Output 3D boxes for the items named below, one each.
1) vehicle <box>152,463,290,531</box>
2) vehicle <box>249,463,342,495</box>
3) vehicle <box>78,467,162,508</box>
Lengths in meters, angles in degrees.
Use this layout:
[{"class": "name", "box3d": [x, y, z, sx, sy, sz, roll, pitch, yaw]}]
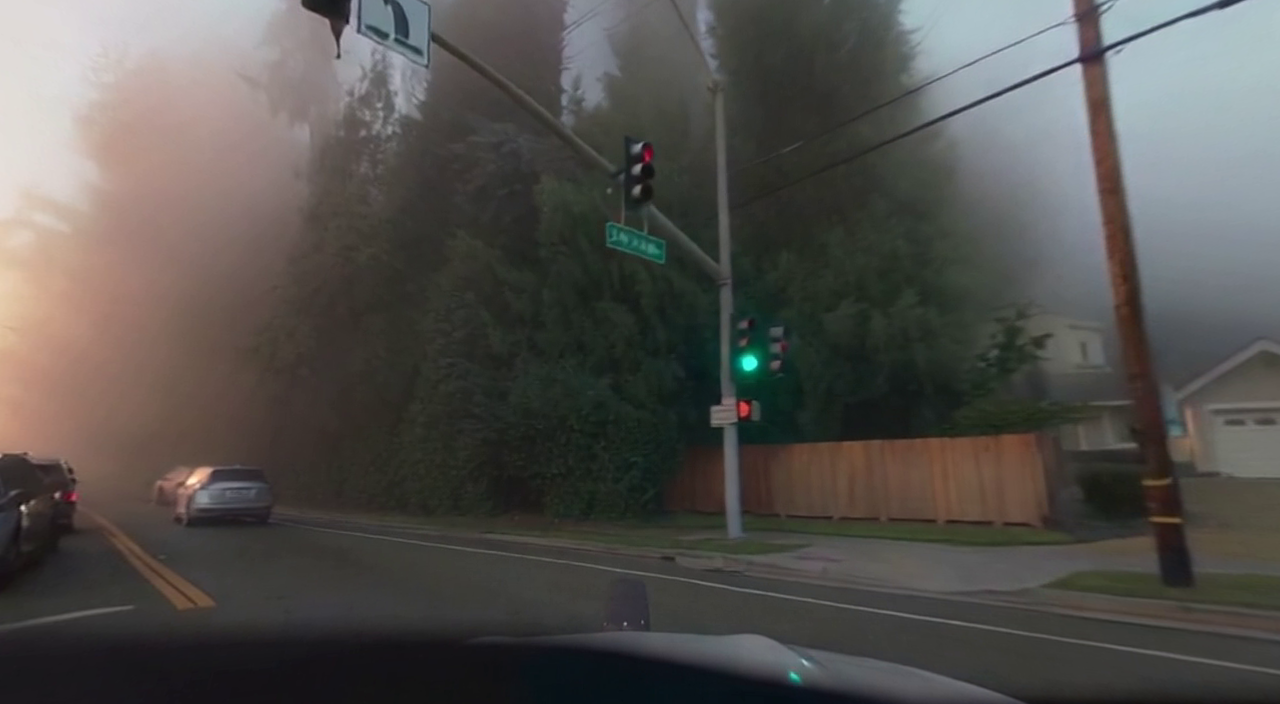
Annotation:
[{"class": "vehicle", "box3d": [-11.827, 3.936, 17.656, 4.512, 1.506, 2.078, -8, -11, 42]}, {"class": "vehicle", "box3d": [-22.244, 8.187, 40.850, 1.938, 1.754, 4.839, -7, -11, 36]}, {"class": "vehicle", "box3d": [-22.520, 5.783, 27.237, 4.343, 1.492, 2.063, -8, -11, 42]}]
